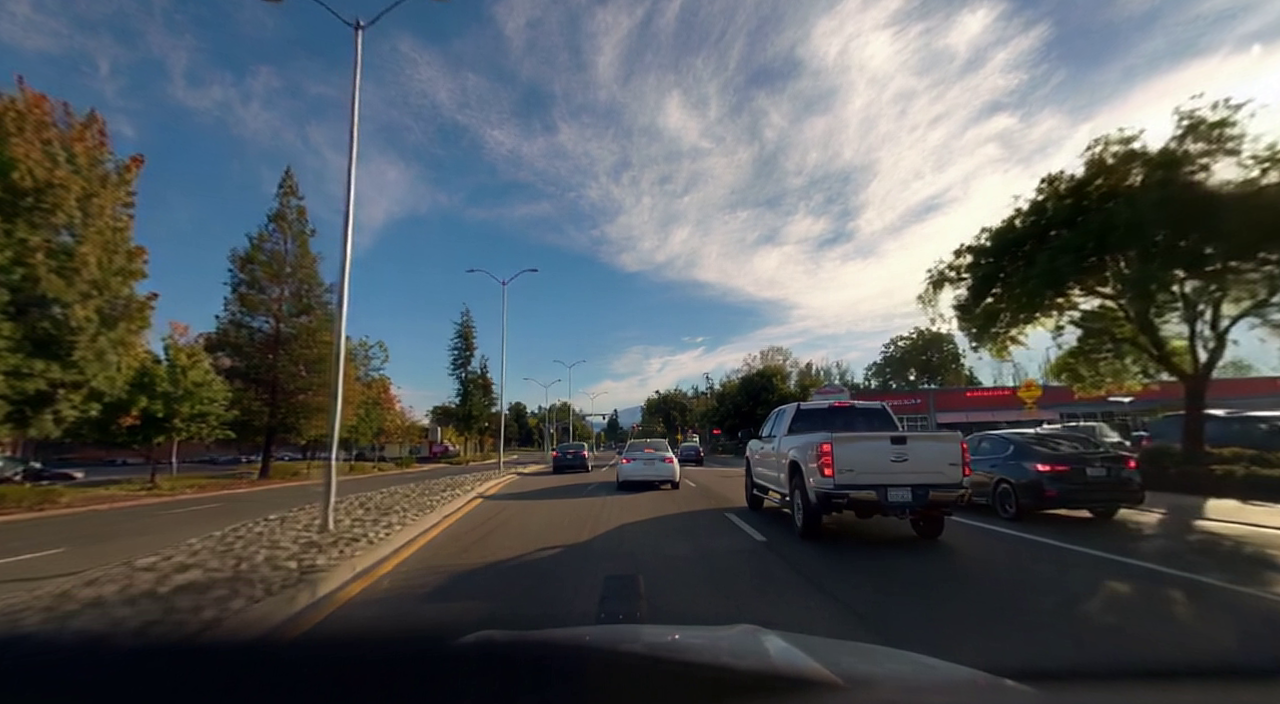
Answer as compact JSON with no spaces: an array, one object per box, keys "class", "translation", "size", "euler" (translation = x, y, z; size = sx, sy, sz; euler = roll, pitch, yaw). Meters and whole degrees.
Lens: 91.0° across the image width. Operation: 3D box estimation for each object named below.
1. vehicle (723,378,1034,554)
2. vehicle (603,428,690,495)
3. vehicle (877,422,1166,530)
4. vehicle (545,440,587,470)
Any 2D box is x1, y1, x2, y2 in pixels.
[{"class":"vehicle","translation":[3.272,1.817,10.670],"size":[2.731,2.101,6.047],"euler":[0,-9,-2]},{"class":"vehicle","translation":[0.134,3.017,17.614],"size":[2.145,1.650,4.021],"euler":[0,-9,-1]},{"class":"vehicle","translation":[6.690,2.234,12.029],"size":[2.349,1.600,5.066],"euler":[0,-8,0]},{"class":"vehicle","translation":[-3.799,5.342,32.814],"size":[1.960,1.475,4.161],"euler":[1,-9,-4]}]
